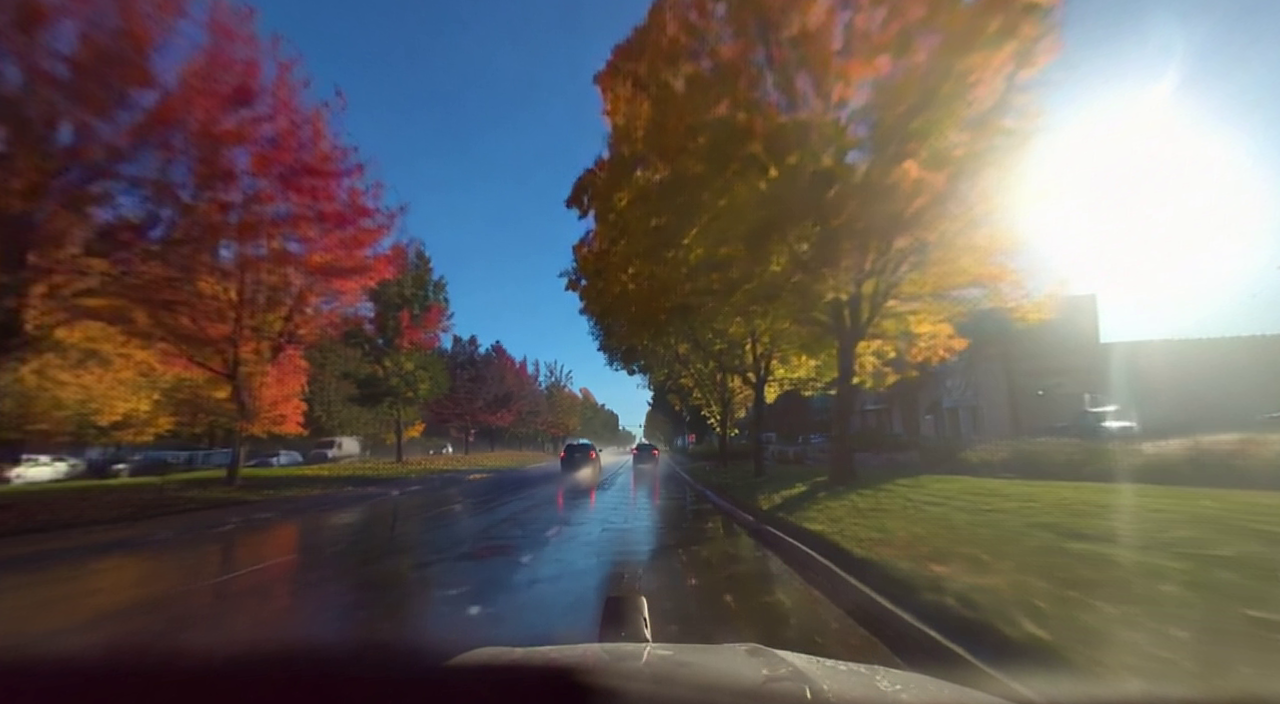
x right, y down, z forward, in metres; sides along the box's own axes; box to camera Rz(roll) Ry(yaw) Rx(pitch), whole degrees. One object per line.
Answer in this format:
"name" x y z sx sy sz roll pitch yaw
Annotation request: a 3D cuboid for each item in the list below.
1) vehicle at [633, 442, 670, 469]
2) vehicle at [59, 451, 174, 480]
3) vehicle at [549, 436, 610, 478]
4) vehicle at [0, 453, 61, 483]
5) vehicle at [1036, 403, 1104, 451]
"vehicle" 0.677 6.084 37.282 2.040 1.493 3.682 0 -9 1
"vehicle" -30.505 6.606 36.986 1.822 1.522 5.556 0 -9 2
"vehicle" -2.649 4.719 28.537 2.197 1.709 4.069 0 -9 2
"vehicle" -33.708 6.144 33.380 1.773 1.477 4.319 0 -9 2
"vehicle" 23.133 4.096 33.985 2.320 2.489 2.049 -2 -9 17
